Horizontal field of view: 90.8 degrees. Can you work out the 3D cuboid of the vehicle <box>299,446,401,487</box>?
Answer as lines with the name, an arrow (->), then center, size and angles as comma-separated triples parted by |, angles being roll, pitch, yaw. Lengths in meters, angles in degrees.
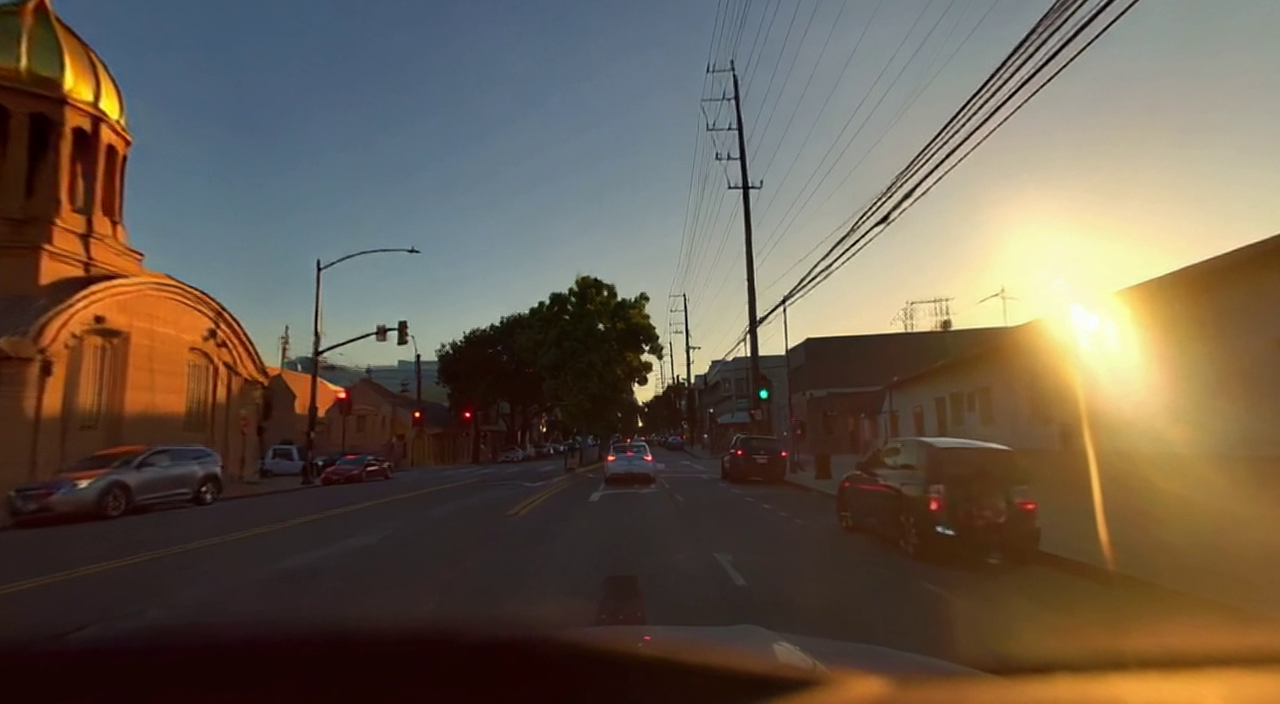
vehicle -> -11.982, 4.718, 26.504 | 1.980, 1.502, 4.655 | -1, -8, 1

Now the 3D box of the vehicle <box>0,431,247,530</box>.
vehicle -> -12.126, 2.961, 15.199 | 2.071, 1.814, 5.185 | -5, -8, 0

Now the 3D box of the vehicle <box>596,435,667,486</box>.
vehicle -> -0.282, 3.445, 20.397 | 2.049, 1.453, 4.299 | 0, -8, -1

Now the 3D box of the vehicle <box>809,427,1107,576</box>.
vehicle -> 3.911, 1.813, 8.688 | 2.003, 1.524, 3.868 | 0, -6, -1

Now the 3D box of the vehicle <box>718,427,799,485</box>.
vehicle -> 3.917, 3.527, 21.727 | 2.015, 1.780, 4.261 | 0, -8, 1
